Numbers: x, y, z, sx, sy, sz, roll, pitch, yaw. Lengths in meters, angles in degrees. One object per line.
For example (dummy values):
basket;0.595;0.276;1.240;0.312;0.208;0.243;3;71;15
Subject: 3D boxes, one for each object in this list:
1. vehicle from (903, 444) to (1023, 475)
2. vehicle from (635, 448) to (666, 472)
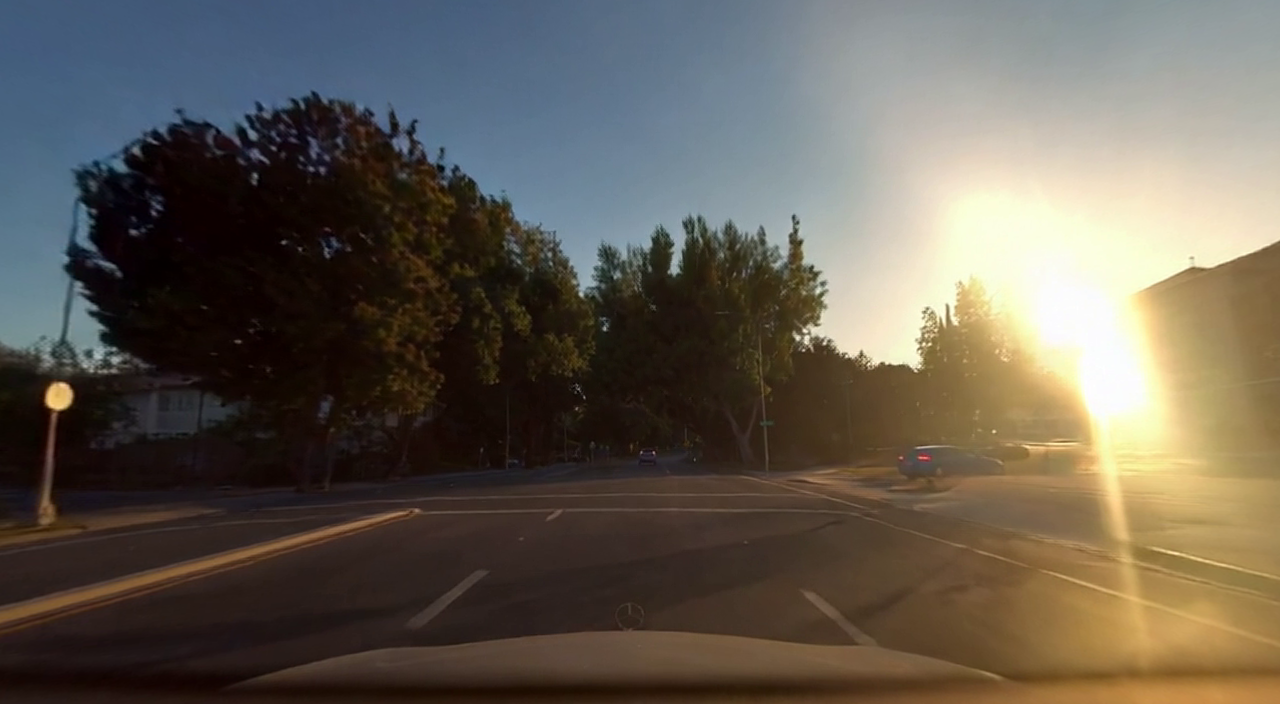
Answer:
vehicle;15.942;5.299;31.267;4.824;1.462;1.974;0;-9;-1
vehicle;0.775;8.132;47.555;2.200;1.653;4.127;0;-9;0
